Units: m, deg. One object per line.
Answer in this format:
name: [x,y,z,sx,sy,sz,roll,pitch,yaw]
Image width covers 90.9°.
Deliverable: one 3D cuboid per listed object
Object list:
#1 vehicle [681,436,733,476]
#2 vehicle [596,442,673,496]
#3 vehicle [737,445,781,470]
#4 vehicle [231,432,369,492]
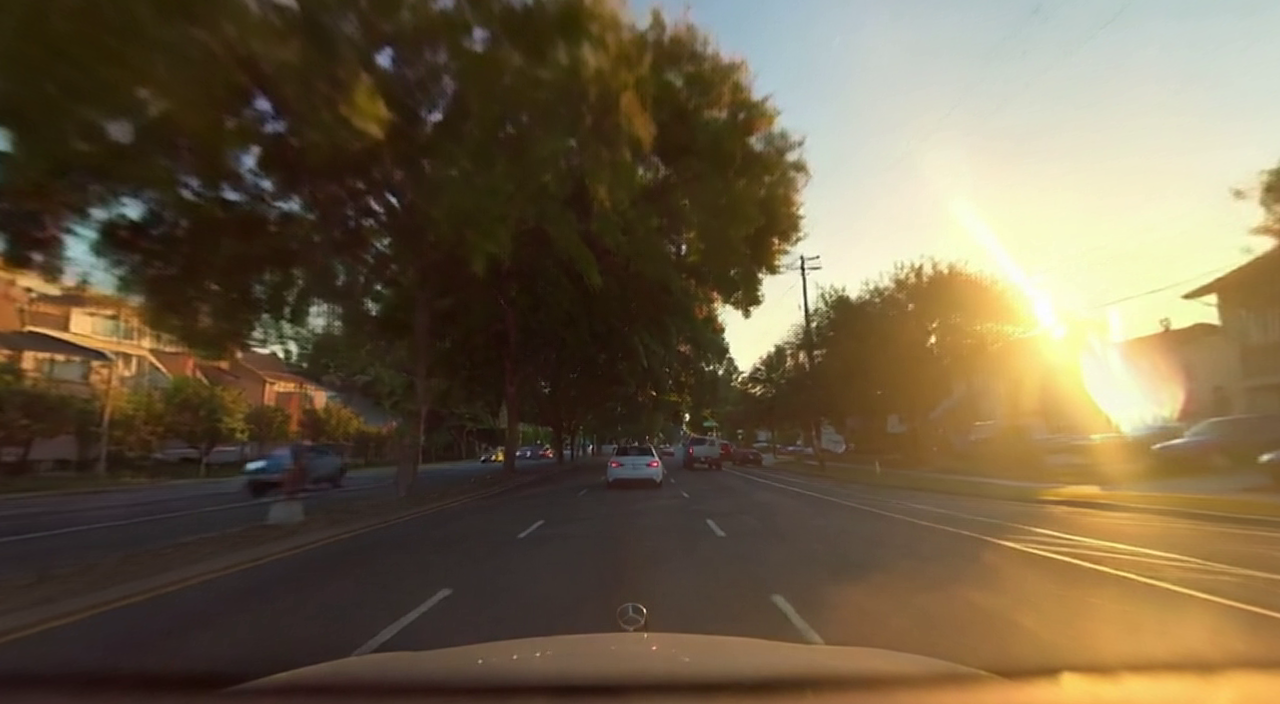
vehicle: [3.247,5.125,31.377,2.073,1.822,4.276,0,-8,0]
vehicle: [-0.139,3.534,19.556,2.140,1.474,4.026,0,-8,0]
vehicle: [7.749,6.906,41.431,1.980,1.497,4.345,0,-8,0]
vehicle: [-11.751,3.814,22.216,2.370,1.892,4.343,0,-8,1]
